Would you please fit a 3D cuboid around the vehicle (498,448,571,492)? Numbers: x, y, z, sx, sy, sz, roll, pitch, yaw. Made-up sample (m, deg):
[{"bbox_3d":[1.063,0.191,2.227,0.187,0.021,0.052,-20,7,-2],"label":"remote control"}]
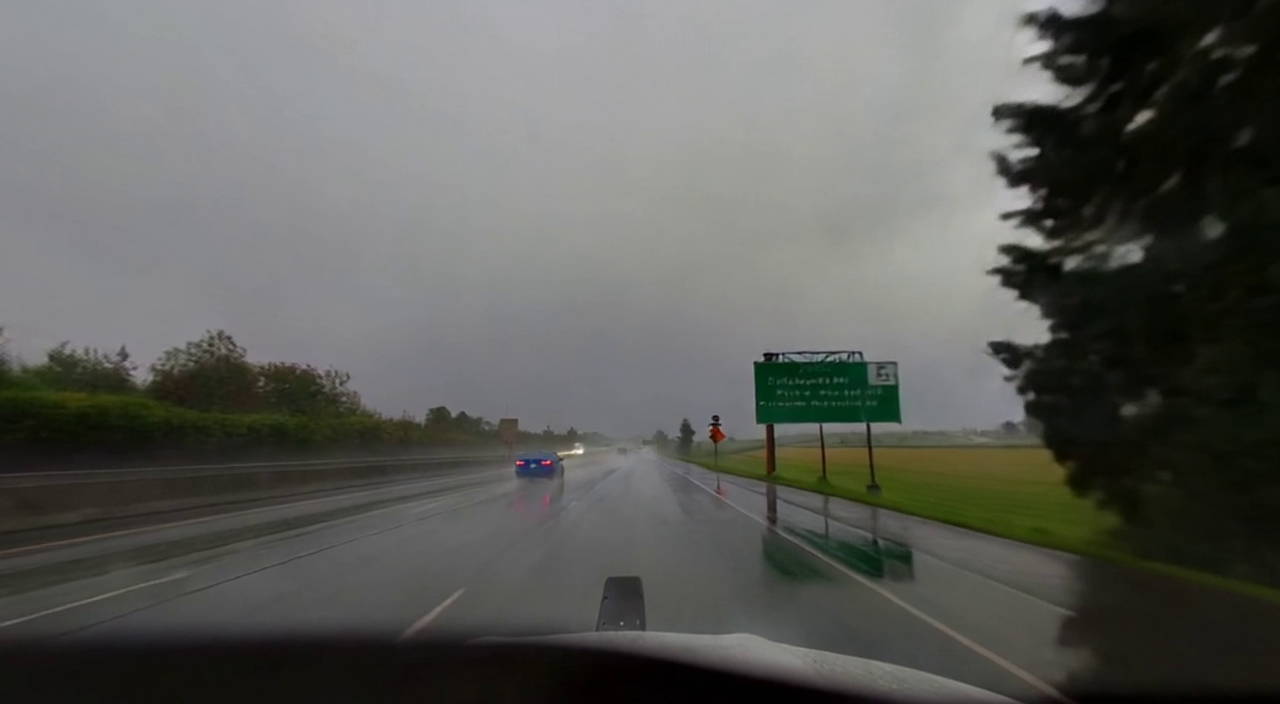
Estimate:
[{"bbox_3d":[-4.037,4.573,24.799,2.121,1.537,3.852,-1,-9,1],"label":"vehicle"}]
